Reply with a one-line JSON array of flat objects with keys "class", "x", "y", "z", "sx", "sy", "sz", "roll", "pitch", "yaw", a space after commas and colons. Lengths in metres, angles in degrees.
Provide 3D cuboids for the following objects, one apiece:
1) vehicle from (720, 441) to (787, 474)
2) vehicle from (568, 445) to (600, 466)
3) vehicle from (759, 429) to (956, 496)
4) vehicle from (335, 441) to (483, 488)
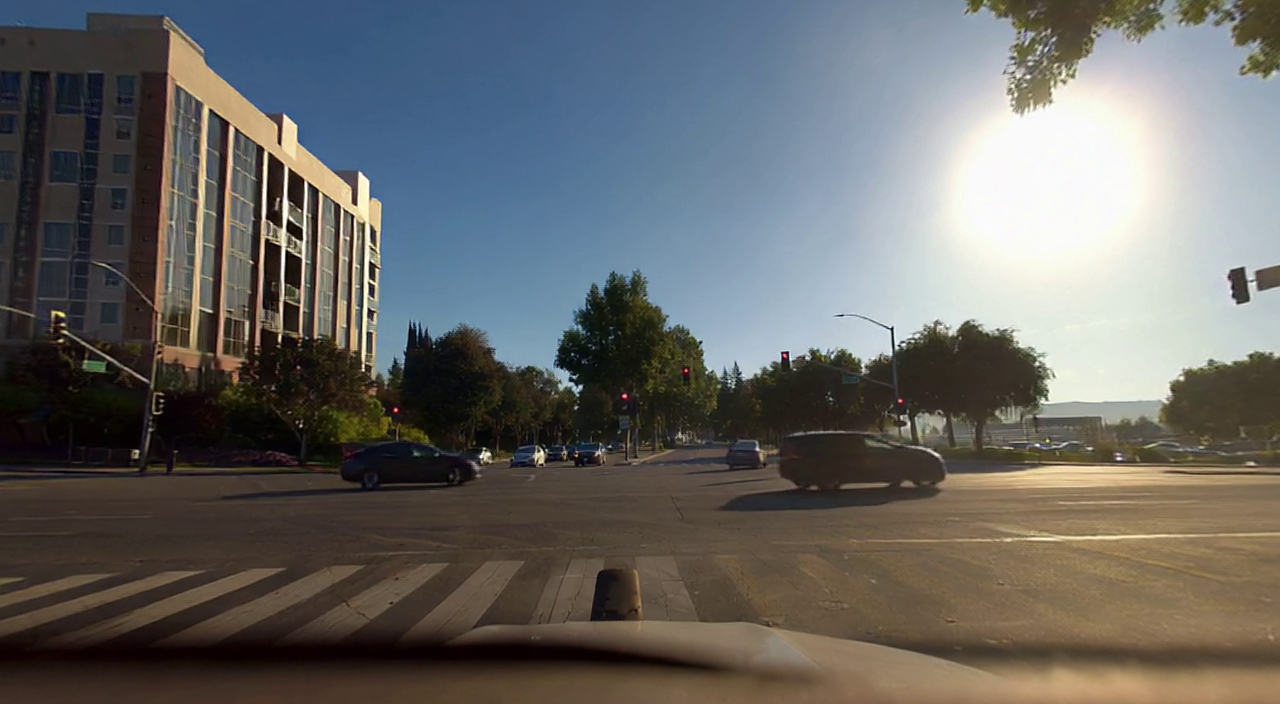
[{"class": "vehicle", "x": 5.912, "y": 5.412, "z": 32.611, "sx": 1.955, "sy": 1.569, "sz": 4.397, "roll": -5, "pitch": -10, "yaw": 30}, {"class": "vehicle", "x": -4.337, "y": 8.129, "z": 49.765, "sx": 2.130, "sy": 1.613, "sz": 4.121, "roll": 0, "pitch": -8, "yaw": 0}, {"class": "vehicle", "x": 6.241, "y": 3.197, "z": 18.518, "sx": 4.923, "sy": 1.800, "sz": 2.153, "roll": 1, "pitch": -8, "yaw": -6}, {"class": "vehicle", "x": -7.643, "y": 3.759, "z": 21.357, "sx": 4.424, "sy": 1.454, "sz": 2.043, "roll": 2, "pitch": -9, "yaw": -15}]
